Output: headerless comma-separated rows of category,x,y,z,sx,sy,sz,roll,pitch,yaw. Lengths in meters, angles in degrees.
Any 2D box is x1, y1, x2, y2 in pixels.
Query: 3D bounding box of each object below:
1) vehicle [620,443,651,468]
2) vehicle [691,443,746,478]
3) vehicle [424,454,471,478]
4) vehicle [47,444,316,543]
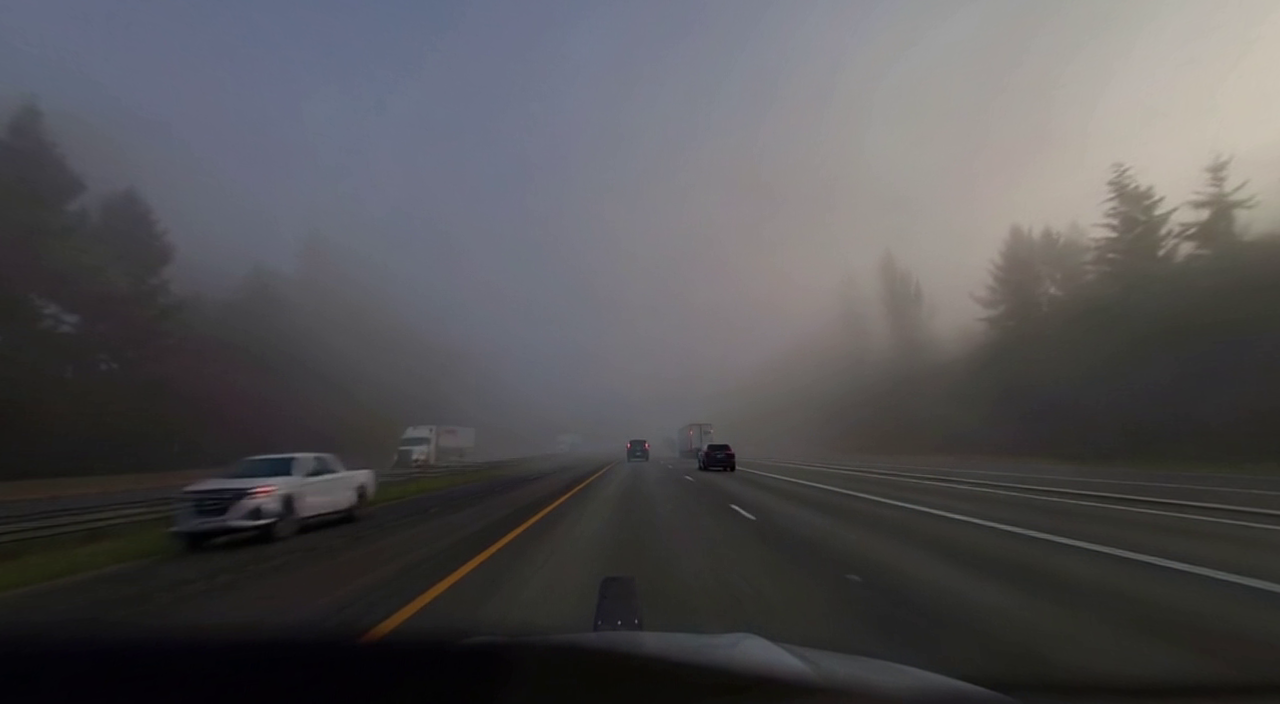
vehicle,-0.345,7.351,44.820,2.114,1.706,4.106,0,-9,-1
vehicle,3.704,5.220,30.424,2.025,1.534,4.179,0,-9,-1
vehicle,-12.573,7.452,41.267,1.827,1.492,3.878,0,-9,0
vehicle,-8.723,2.680,12.643,1.945,1.578,4.576,0,-9,0
